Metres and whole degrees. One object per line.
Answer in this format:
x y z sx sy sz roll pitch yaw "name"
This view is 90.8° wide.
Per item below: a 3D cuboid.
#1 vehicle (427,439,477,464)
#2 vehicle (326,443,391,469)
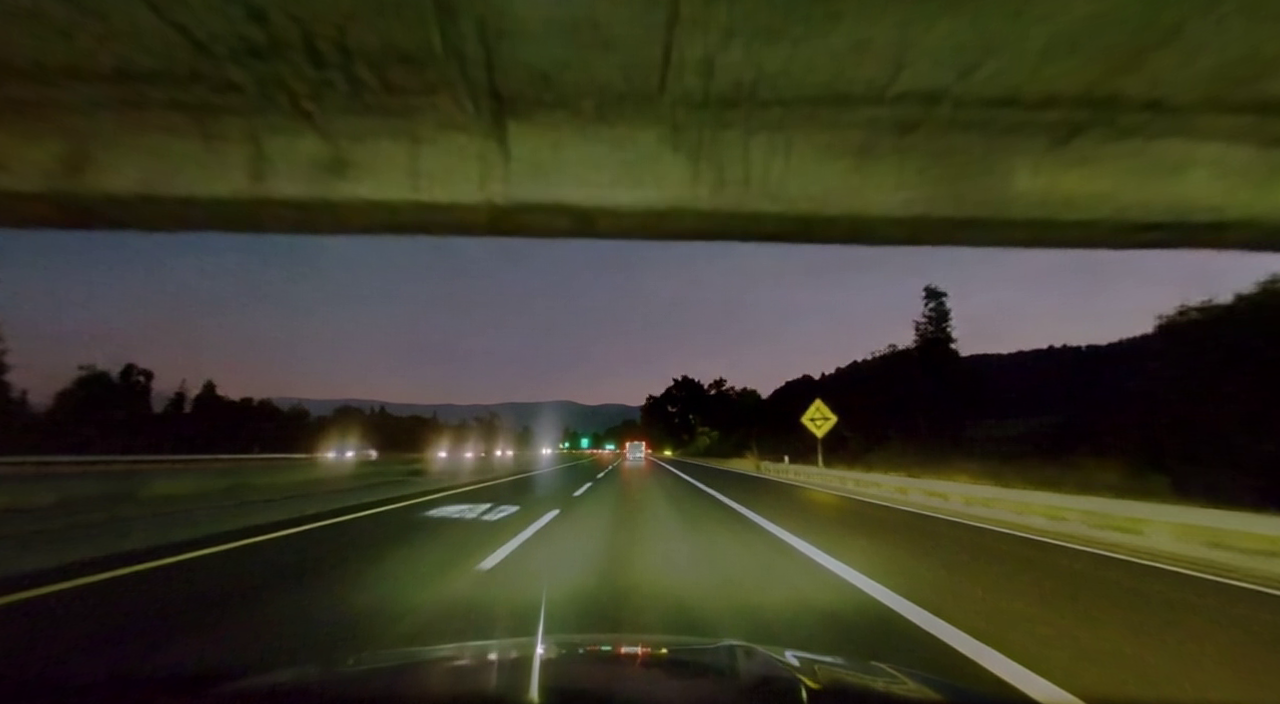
-13.273 7.045 44.763 2.204 1.648 4.529 0 -9 -1 "vehicle"
-16.868 6.262 38.066 1.846 1.467 4.569 0 -9 -1 "vehicle"
